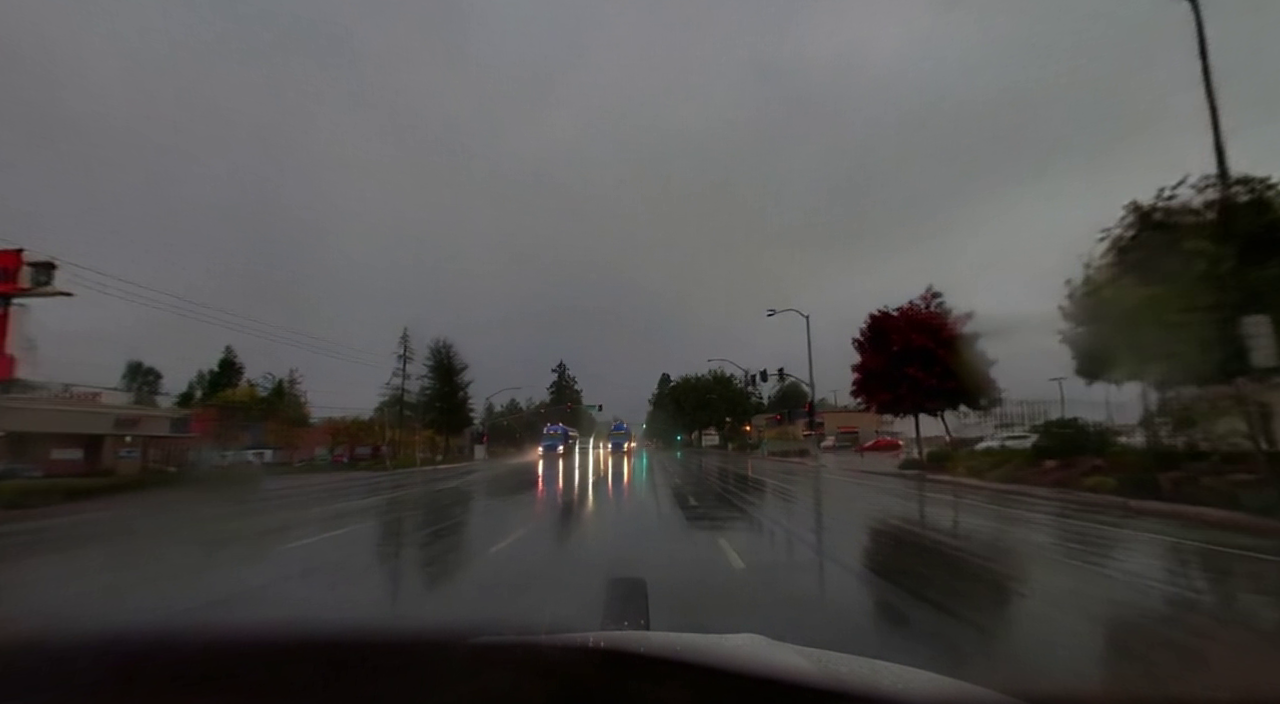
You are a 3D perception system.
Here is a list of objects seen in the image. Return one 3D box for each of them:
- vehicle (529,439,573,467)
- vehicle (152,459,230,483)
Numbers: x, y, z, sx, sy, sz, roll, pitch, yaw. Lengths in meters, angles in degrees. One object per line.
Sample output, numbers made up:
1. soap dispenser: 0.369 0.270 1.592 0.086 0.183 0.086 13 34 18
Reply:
1. vehicle: -5.816 6.677 41.899 2.179 1.750 4.621 0 -8 1
2. vehicle: -35.562 9.412 49.967 4.485 1.772 2.149 0 -9 1
